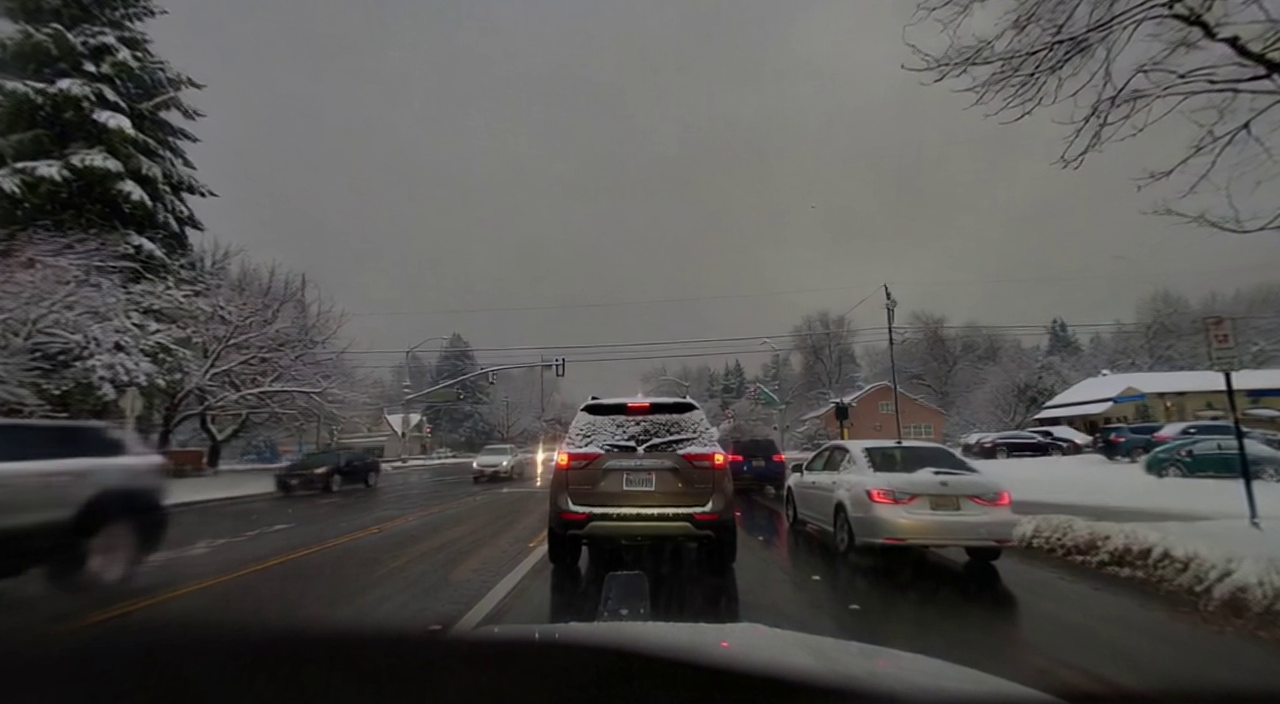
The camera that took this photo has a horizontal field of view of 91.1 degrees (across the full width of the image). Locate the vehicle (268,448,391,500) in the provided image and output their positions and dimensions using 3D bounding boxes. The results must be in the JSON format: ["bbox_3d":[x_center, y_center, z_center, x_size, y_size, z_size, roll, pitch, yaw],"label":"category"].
[{"bbox_3d":[-10.581,4.159,21.856,1.772,1.561,4.773,0,-8,1],"label":"vehicle"}]

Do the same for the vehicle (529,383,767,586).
[{"bbox_3d":[0.039,1.590,8.255,2.296,1.947,4.168,0,-9,-1],"label":"vehicle"}]

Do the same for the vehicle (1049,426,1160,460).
[{"bbox_3d":[26.666,5.241,36.151,4.704,1.919,2.130,0,-9,-2],"label":"vehicle"}]

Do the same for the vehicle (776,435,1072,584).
[{"bbox_3d":[3.368,1.926,8.627,1.900,1.478,4.425,0,-9,-1],"label":"vehicle"}]

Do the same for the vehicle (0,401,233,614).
[{"bbox_3d":[-6.332,1.355,5.644,2.153,1.728,4.753,0,-9,-1],"label":"vehicle"}]

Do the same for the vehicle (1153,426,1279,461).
[{"bbox_3d":[25.932,4.093,28.027,4.420,1.469,1.807,0,-8,1],"label":"vehicle"}]

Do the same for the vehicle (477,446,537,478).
[{"bbox_3d":[-6.625,5.533,31.826,1.981,1.478,4.701,0,-9,1],"label":"vehicle"}]
